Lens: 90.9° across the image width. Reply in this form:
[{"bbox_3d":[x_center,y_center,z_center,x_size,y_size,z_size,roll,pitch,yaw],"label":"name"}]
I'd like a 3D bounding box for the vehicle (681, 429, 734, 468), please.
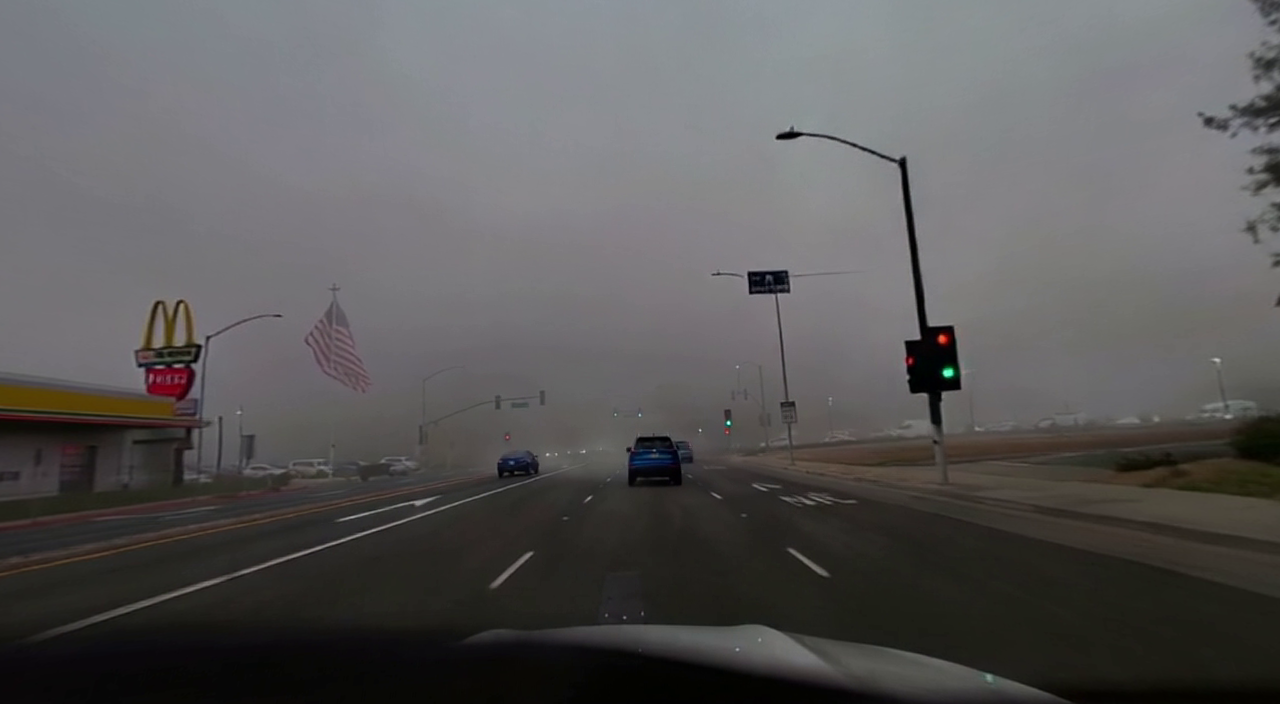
[{"bbox_3d":[3.919,5.758,37.689,2.452,2.148,5.877,0,-8,-1],"label":"vehicle"}]

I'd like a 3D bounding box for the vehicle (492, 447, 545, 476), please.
[{"bbox_3d":[-6.567,5.939,34.585,1.966,1.461,4.422,0,-8,1],"label":"vehicle"}]

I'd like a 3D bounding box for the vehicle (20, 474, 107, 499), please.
[{"bbox_3d":[-41.005,9.540,45.016,1.792,1.450,4.553,-1,-8,2],"label":"vehicle"}]

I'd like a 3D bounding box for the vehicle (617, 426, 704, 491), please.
[{"bbox_3d":[0.566,3.499,21.042,2.513,1.854,5.235,0,-8,-1],"label":"vehicle"}]
